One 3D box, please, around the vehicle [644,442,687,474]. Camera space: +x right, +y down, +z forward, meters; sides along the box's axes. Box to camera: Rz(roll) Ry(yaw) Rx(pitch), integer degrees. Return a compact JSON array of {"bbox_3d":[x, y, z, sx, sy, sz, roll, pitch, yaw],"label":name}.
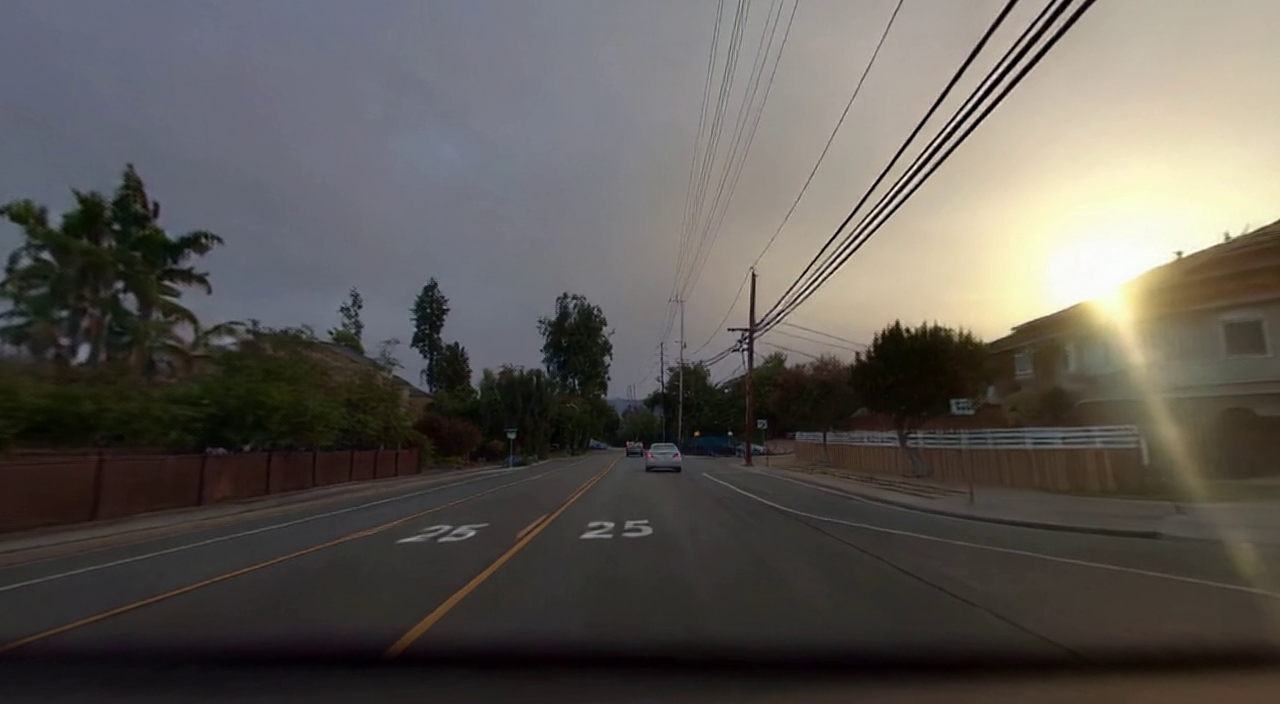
[{"bbox_3d":[1.187,5.181,31.086,1.975,1.497,3.647,0,-8,0],"label":"vehicle"}]
